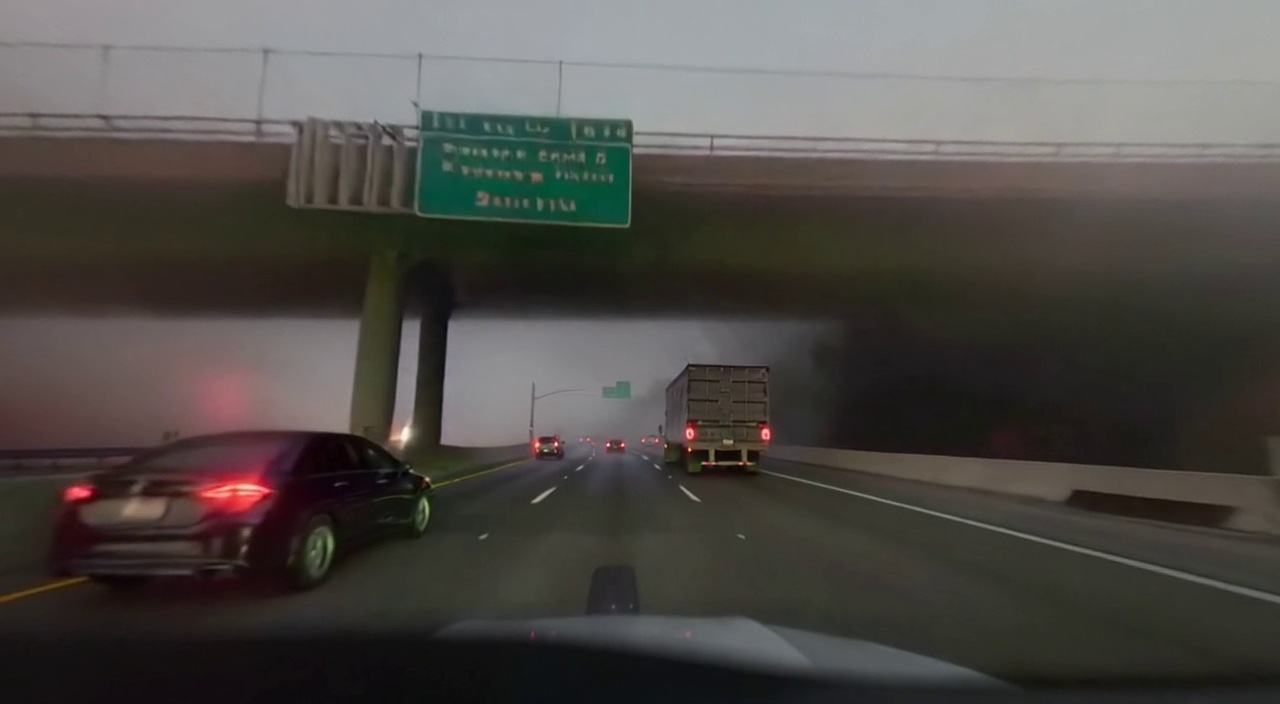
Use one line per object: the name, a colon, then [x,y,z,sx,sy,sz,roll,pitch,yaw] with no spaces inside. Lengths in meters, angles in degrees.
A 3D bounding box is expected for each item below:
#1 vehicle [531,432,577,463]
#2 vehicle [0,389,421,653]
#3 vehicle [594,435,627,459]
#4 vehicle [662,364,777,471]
vehicle: [-5.226,5.861,38.834,2.377,1.747,4.703,0,-8,-3]
vehicle: [-4.042,1.382,6.245,2.213,1.650,4.403,0,-8,-1]
vehicle: [-2.012,6.401,42.473,2.125,1.542,3.816,0,-8,-4]
vehicle: [3.249,3.450,30.796,3.301,4.034,13.722,0,-8,-2]
